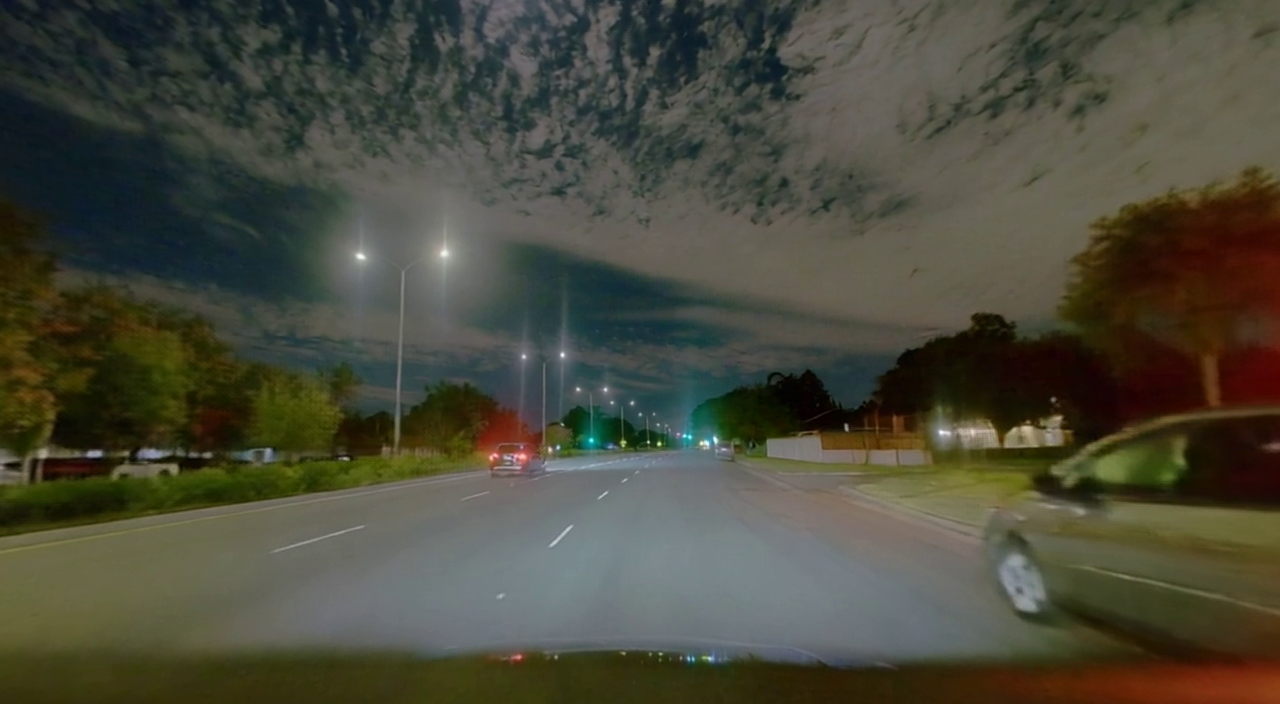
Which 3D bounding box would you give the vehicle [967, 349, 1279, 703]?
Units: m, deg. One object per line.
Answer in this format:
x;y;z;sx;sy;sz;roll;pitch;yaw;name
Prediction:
3.659;0.864;2.704;2.064;1.697;4.718;0;-8;1;vehicle

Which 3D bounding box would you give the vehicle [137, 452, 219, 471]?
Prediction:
-35.731;8.491;48.817;4.690;1.435;1.908;2;-10;-8;vehicle

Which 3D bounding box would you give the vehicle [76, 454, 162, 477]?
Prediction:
-34.553;7.503;41.885;3.856;1.439;1.884;2;-9;-13;vehicle

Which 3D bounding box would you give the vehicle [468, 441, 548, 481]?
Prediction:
-5.186;4.343;25.445;2.060;1.473;4.645;0;-8;2;vehicle
